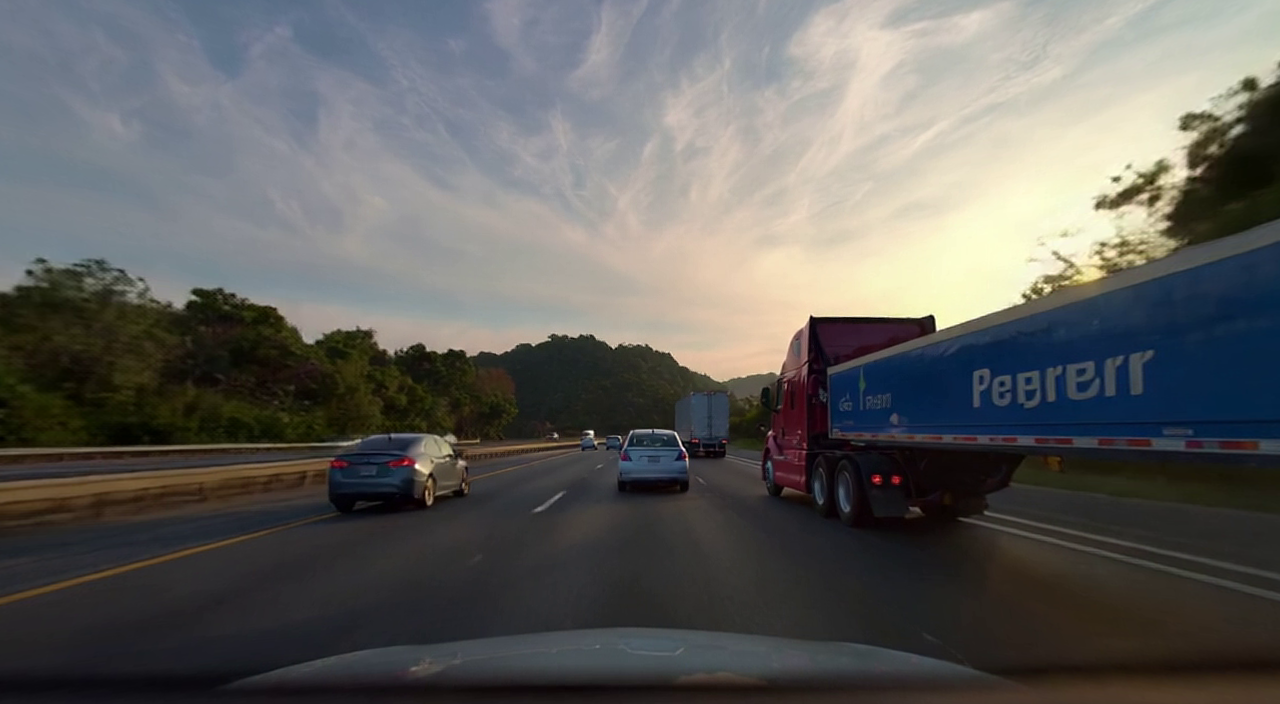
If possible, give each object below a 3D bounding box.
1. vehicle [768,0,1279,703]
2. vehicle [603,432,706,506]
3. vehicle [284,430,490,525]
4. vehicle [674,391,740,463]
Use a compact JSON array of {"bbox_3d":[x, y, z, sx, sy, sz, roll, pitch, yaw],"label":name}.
[{"bbox_3d":[4.218,0.138,6.120,2.816,4.070,14.136,0,-8,-1],"label":"vehicle"},{"bbox_3d":[0.278,2.545,14.254,2.021,1.435,3.611,0,-8,0],"label":"vehicle"},{"bbox_3d":[-4.428,2.228,11.946,2.048,1.452,4.430,0,-8,0],"label":"vehicle"},{"bbox_3d":[4.159,5.149,42.545,2.869,4.067,13.731,0,-8,0],"label":"vehicle"}]
